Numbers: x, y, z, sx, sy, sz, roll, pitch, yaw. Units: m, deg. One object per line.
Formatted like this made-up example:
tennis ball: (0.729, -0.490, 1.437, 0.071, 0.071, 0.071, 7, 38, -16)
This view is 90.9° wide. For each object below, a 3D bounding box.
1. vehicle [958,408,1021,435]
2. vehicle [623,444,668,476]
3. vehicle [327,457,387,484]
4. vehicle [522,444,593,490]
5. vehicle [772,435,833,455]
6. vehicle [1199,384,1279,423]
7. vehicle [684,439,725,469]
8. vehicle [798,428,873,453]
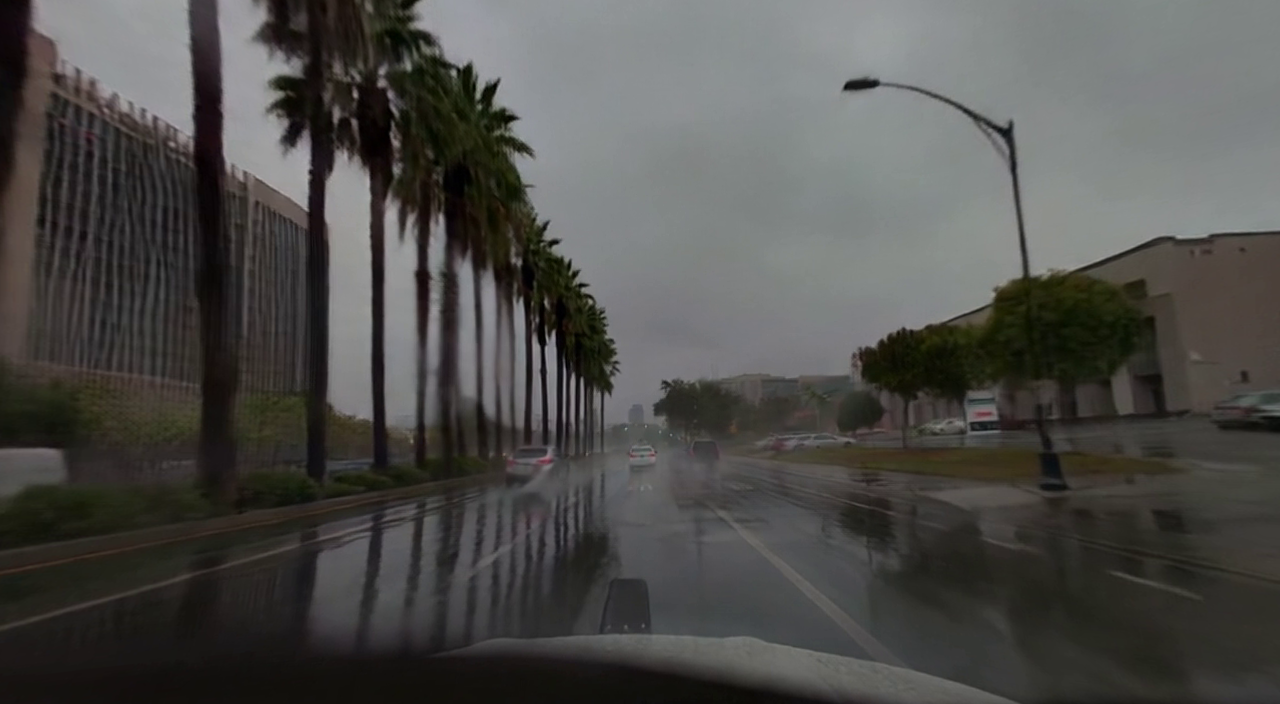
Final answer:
vehicle: (23.736, 4.748, 42.739, 4.448, 1.701, 1.954, 6, -11, -37)
vehicle: (0.280, 5.523, 32.494, 2.147, 1.507, 3.953, -1, -9, 0)
vehicle: (-20.593, 8.621, 46.082, 2.016, 1.754, 4.826, -1, -9, 1)
vehicle: (-2.923, 4.177, 23.336, 1.908, 1.505, 4.369, -1, -9, 2)
vehicle: (12.366, 7.031, 47.796, 4.284, 1.450, 1.927, 4, -10, -29)
vehicle: (27.758, 2.220, 27.358, 1.663, 1.499, 4.774, 5, -10, -31)
vehicle: (4.130, 6.628, 41.100, 2.108, 1.785, 4.334, 0, -9, -1)
vehicle: (12.923, 5.839, 41.639, 4.749, 1.457, 1.806, 3, -11, -28)
